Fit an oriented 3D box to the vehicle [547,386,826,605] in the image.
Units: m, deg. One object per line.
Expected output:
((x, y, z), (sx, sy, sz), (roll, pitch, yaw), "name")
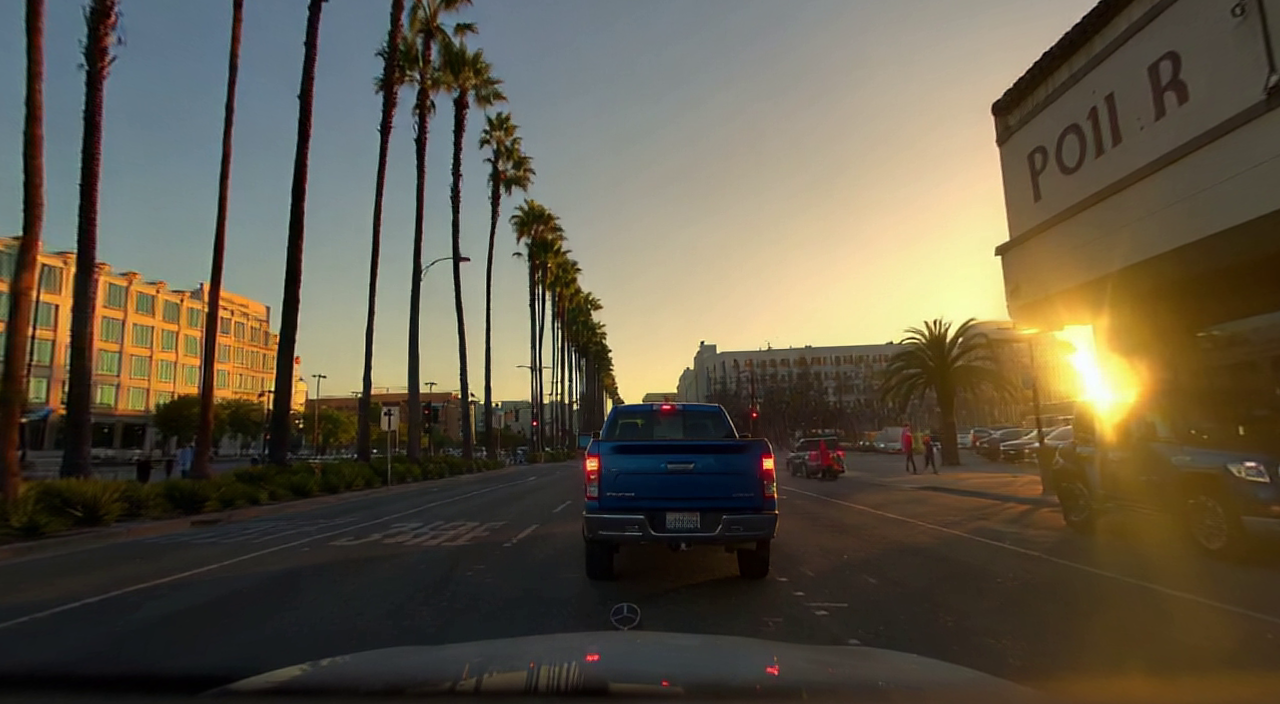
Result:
((0.412, 1.590, 7.975), (2.311, 1.819, 5.255), (0, -8, 1), "vehicle")

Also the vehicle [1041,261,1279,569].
((7.922, 0.884, 8.588), (2.666, 3.345, 3.622), (-1, -9, 8), "vehicle")
